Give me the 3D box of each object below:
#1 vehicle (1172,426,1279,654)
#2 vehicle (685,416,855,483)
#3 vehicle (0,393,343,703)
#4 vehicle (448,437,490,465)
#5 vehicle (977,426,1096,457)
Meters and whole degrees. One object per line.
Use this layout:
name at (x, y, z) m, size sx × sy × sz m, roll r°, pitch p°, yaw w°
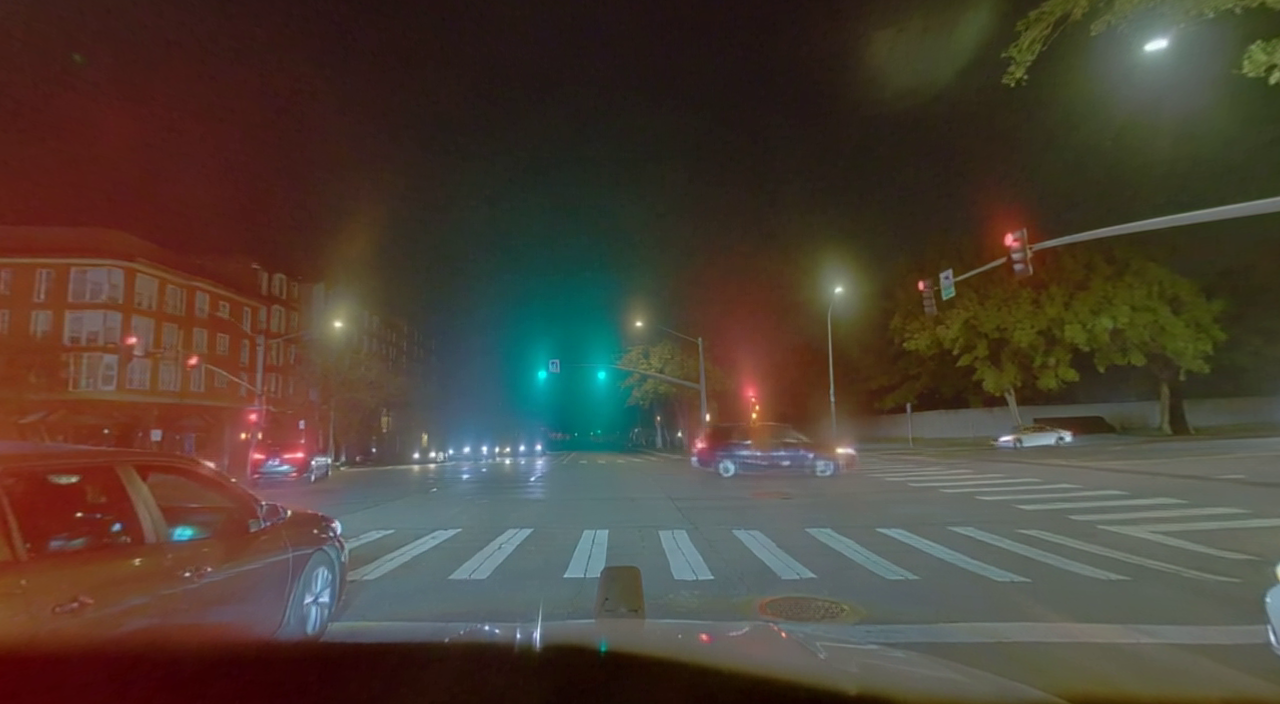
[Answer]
vehicle at (4.931, 0.980, 2.518) m, size 1.949 × 1.449 × 4.530 m, roll -1°, pitch -8°, yaw 5°
vehicle at (4.064, 3.062, 19.935) m, size 4.778 × 1.871 × 2.109 m, roll -5°, pitch -10°, yaw 28°
vehicle at (-3.067, 0.894, 2.144) m, size 1.919 × 1.478 × 4.720 m, roll 0°, pitch -8°, yaw -1°
vehicle at (-12.804, 7.413, 47.520) m, size 2.051 × 1.715 × 4.346 m, roll -3°, pitch -6°, yaw -2°
vehicle at (19.875, 4.510, 31.791) m, size 4.660 × 1.495 × 2.007 m, roll 0°, pitch -8°, yaw -2°
